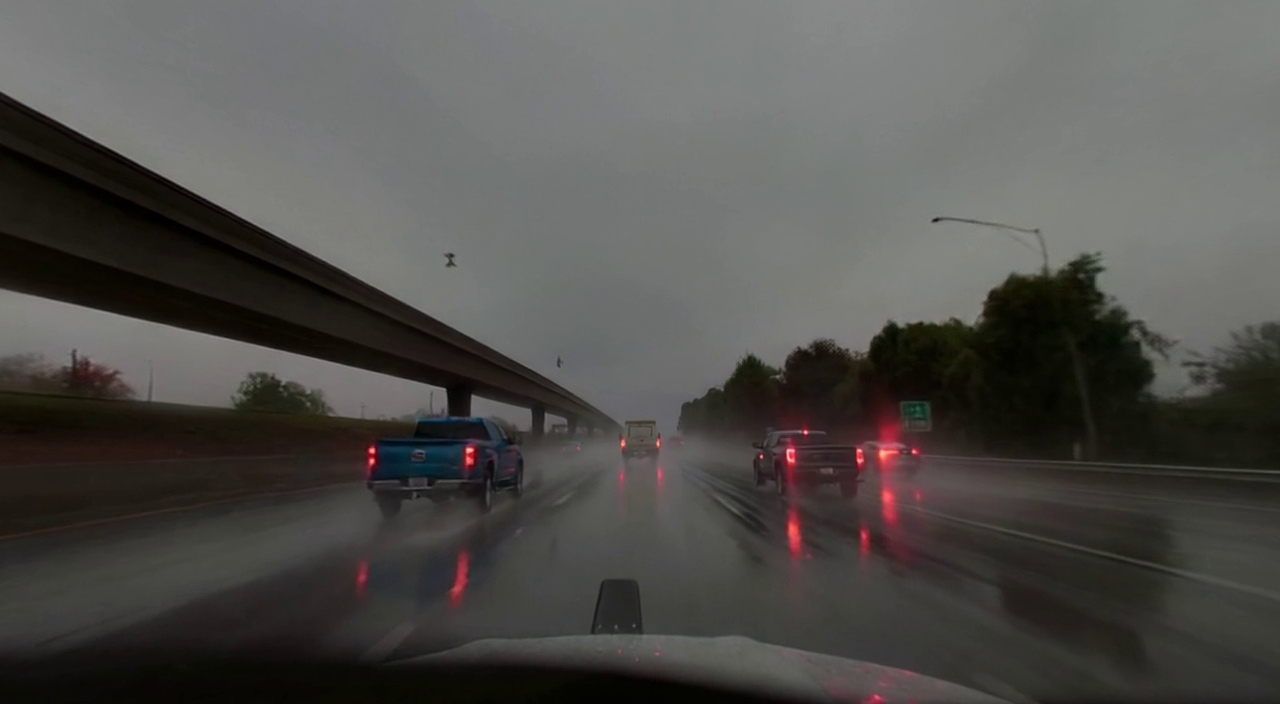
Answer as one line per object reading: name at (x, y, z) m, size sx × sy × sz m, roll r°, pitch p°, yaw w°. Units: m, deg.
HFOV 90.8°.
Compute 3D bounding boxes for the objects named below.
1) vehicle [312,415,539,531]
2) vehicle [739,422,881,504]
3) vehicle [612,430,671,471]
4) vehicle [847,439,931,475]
vehicle at (-3.603, 2.189, 12.005) m, size 2.535 × 1.715 × 5.030 m, roll 0°, pitch -9°, yaw 0°
vehicle at (3.795, 2.579, 14.961) m, size 2.119 × 1.653 × 4.000 m, roll 0°, pitch -9°, yaw -2°
vehicle at (0.063, 4.802, 30.886) m, size 2.572 × 1.837 × 5.693 m, roll 0°, pitch -9°, yaw 0°
vehicle at (11.127, 4.710, 28.592) m, size 1.961 × 1.480 × 4.331 m, roll 0°, pitch -9°, yaw -1°
